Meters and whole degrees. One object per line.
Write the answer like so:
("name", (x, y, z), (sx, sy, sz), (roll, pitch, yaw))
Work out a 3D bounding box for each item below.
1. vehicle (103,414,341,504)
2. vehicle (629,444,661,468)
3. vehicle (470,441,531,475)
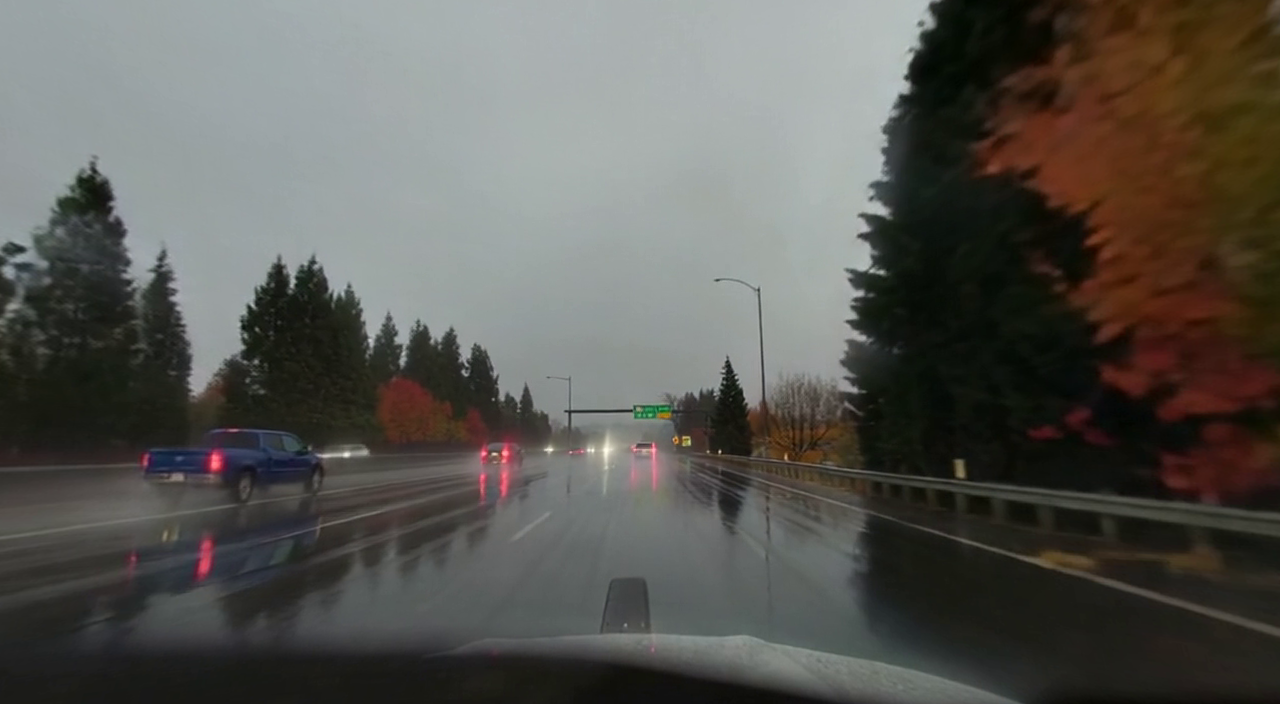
("vehicle", (-10.771, 2.819, 17.076), (2.347, 1.984, 5.778), (0, -8, 2))
("vehicle", (0.335, 6.788, 41.381), (1.984, 1.471, 4.202), (0, -8, 1))
("vehicle", (-6.682, 5.130, 30.708), (1.919, 1.499, 4.234), (0, -8, 1))
